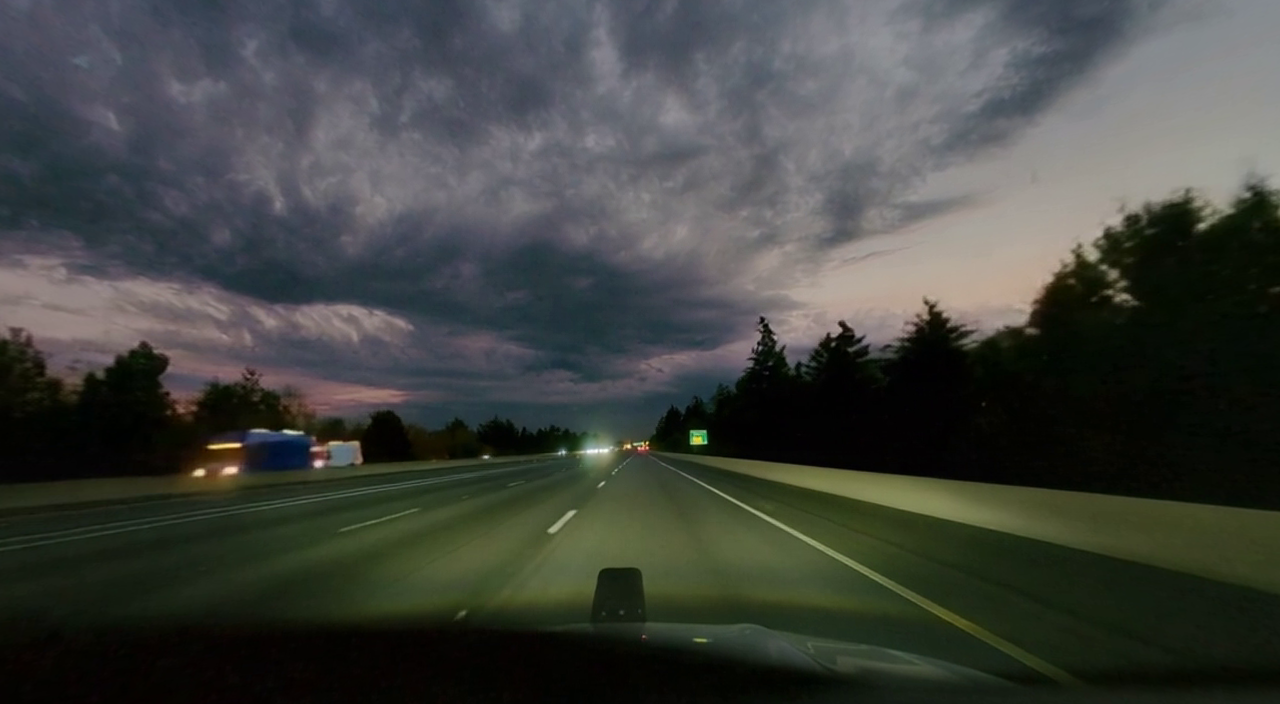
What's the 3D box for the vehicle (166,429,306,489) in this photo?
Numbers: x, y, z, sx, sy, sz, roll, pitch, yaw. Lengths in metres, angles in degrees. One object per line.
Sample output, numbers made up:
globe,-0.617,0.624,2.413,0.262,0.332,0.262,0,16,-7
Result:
vehicle,-19.750,5.271,31.456,2.271,2.580,7.002,0,-9,0
